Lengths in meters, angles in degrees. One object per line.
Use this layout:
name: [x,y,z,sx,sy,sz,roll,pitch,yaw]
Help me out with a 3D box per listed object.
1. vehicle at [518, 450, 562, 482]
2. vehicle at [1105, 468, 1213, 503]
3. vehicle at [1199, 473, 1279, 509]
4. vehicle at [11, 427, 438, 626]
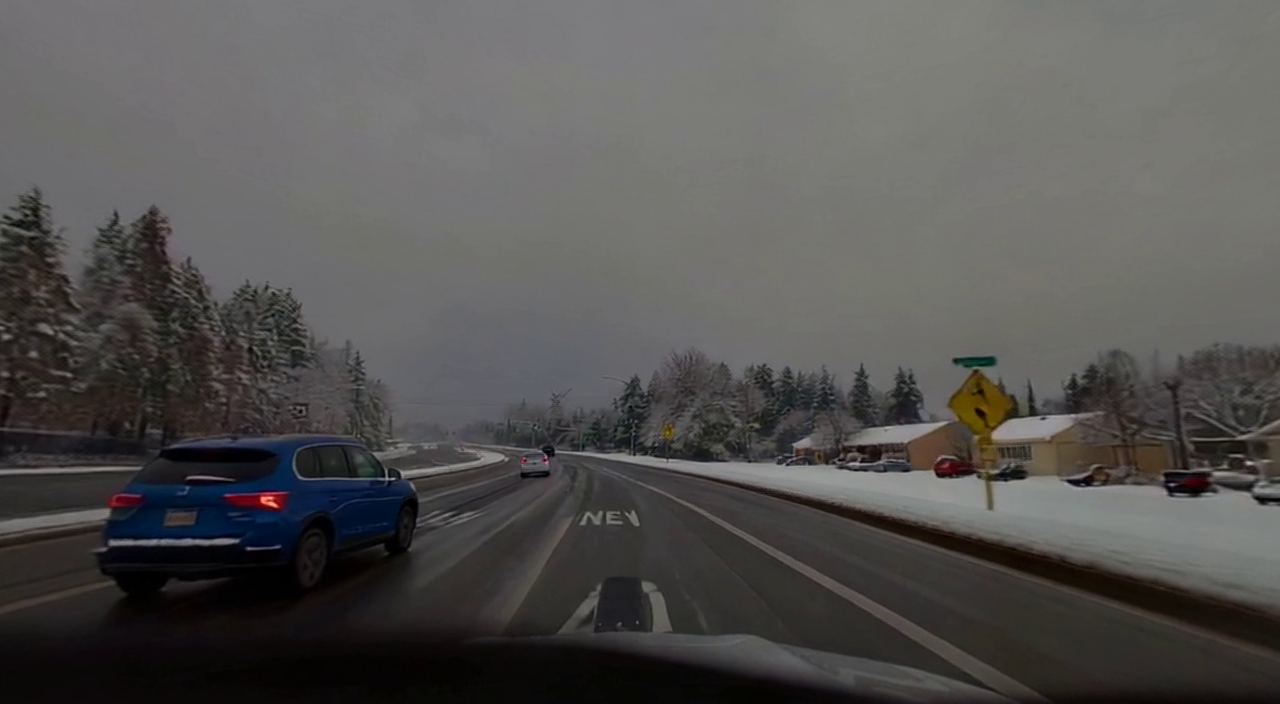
vehicle: [-5.018,5.732,32.125,1.904,1.476,3.736,0,-8,-4]
vehicle: [32.497,8.356,39.786,1.903,1.807,5.023,2,-8,-12]
vehicle: [33.311,7.390,33.599,1.820,1.626,5.319,1,-9,-8]
vehicle: [-4.186,1.786,7.606,2.098,1.613,4.606,0,-8,-2]
